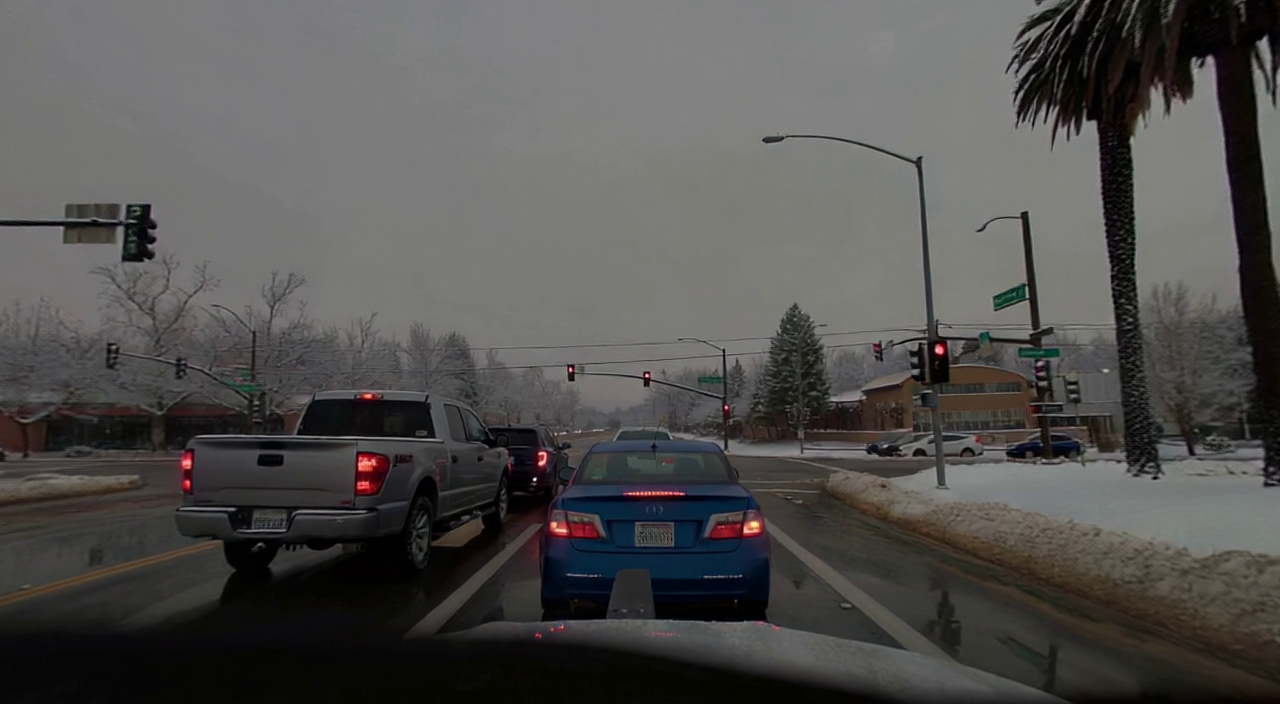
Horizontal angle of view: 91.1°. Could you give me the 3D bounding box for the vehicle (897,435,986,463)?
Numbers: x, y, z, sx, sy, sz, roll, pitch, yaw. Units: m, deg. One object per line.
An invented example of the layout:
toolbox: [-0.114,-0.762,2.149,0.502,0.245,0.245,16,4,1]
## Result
vehicle: [18.808,6.078,39.299,4.466,1.717,1.963,0,-8,2]

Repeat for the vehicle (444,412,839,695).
vehicle: [0.037,1.394,5.530,2.122,1.501,4.152,0,-8,1]

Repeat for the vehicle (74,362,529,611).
vehicle: [-3.231,1.476,7.901,2.330,1.969,5.626,-1,-8,3]

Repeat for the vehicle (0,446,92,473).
vehicle: [-37.112,6.643,38.854,4.576,1.617,1.937,0,-8,2]
